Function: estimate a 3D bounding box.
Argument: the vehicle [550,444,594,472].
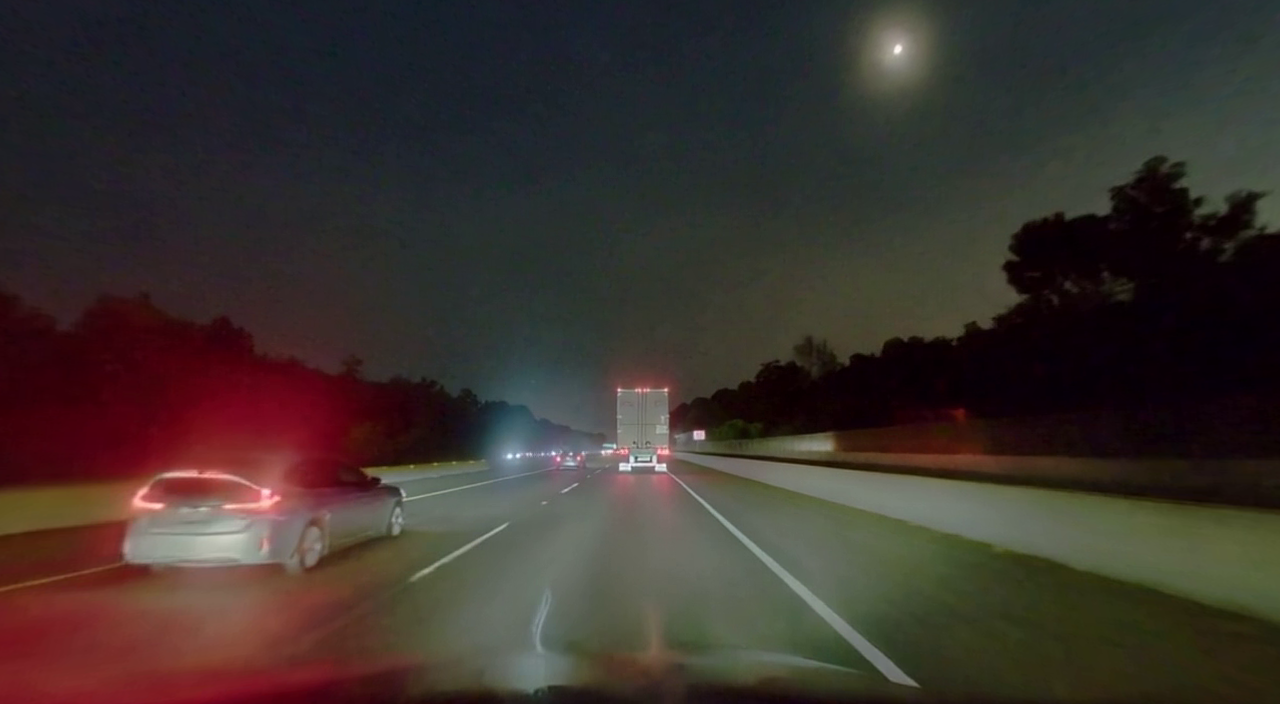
[{"bbox_3d":[-4.063,6.415,38.294,2.074,1.546,4.946,0,-9,0],"label":"vehicle"}]

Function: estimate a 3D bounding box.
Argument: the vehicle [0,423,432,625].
[{"bbox_3d":[-4.316,1.666,7.145,2.206,1.478,4.824,0,-9,1],"label":"vehicle"}]

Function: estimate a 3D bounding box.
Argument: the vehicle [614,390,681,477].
[{"bbox_3d":[0.252,4.396,33.010,2.959,3.828,9.617,0,-9,-1],"label":"vehicle"}]
